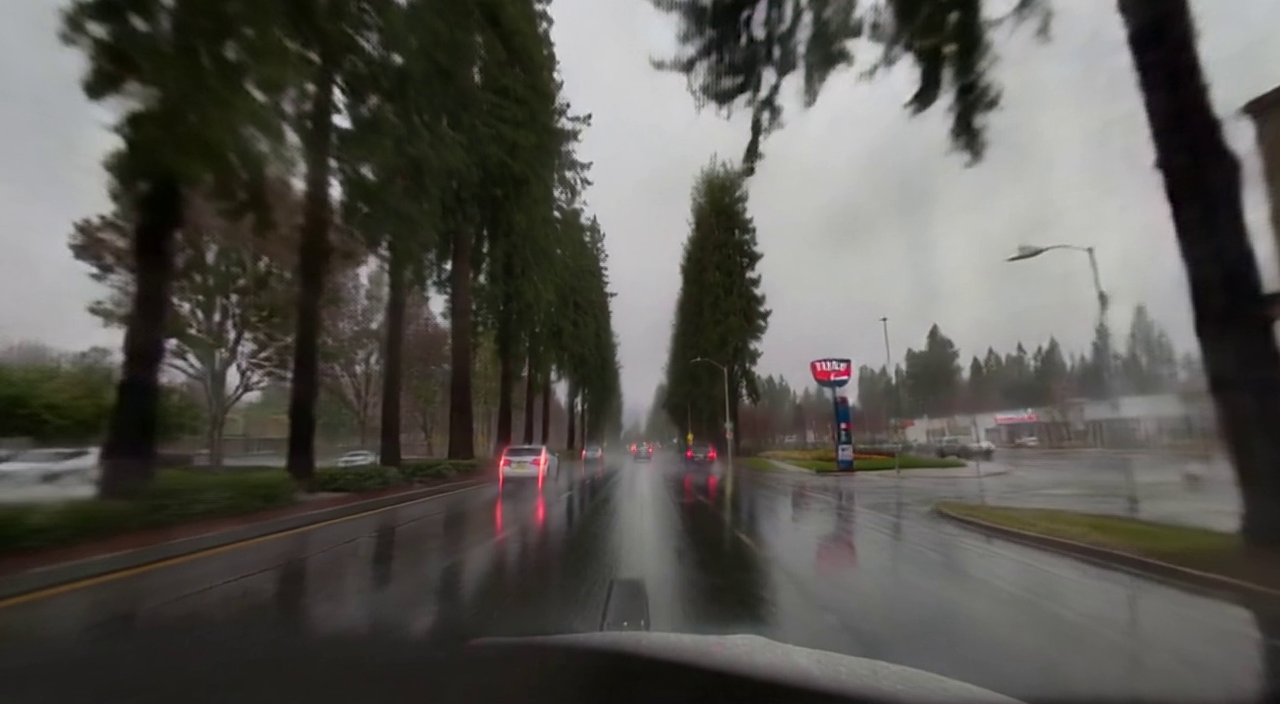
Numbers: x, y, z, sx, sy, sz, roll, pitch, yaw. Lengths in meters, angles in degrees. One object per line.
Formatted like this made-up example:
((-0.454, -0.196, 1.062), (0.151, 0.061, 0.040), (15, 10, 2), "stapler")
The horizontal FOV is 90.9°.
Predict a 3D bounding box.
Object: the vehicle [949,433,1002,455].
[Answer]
((26.275, 7.196, 49.567), (1.677, 1.591, 4.298), (-1, -8, -2), "vehicle")

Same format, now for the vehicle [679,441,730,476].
((3.033, 5.085, 30.321), (1.922, 1.579, 3.642), (0, -9, -2), "vehicle")

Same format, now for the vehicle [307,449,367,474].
((-22.807, 8.262, 47.647), (2.040, 1.757, 4.730), (0, -9, 1), "vehicle")

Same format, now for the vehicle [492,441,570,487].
((-3.766, 3.973, 22.655), (1.908, 1.481, 4.536), (0, -9, 1), "vehicle")
